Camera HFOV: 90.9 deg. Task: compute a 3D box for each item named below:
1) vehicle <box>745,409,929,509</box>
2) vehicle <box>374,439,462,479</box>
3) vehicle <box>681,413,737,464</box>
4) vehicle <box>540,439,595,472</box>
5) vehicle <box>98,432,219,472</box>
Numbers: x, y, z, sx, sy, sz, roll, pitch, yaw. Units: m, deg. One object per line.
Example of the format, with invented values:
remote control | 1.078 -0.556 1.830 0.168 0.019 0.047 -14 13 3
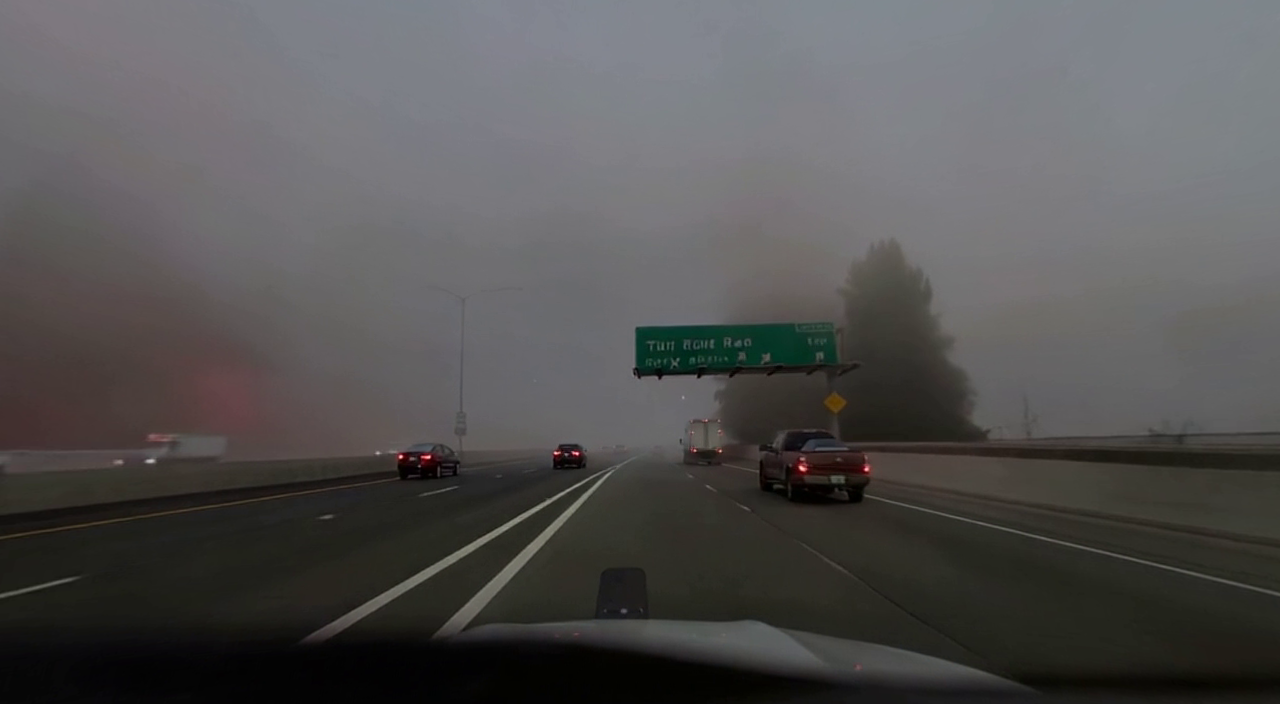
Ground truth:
vehicle | 4.382 2.564 15.594 2.355 1.930 6.633 0 -8 -1
vehicle | -8.902 4.298 25.748 1.899 1.465 4.589 0 -8 0
vehicle | 4.377 5.721 41.505 2.732 3.052 7.118 0 -8 -1
vehicle | -3.410 4.945 30.423 1.981 1.473 4.317 0 -8 2
vehicle | -35.823 7.474 47.413 2.699 2.732 7.805 0 -8 2
